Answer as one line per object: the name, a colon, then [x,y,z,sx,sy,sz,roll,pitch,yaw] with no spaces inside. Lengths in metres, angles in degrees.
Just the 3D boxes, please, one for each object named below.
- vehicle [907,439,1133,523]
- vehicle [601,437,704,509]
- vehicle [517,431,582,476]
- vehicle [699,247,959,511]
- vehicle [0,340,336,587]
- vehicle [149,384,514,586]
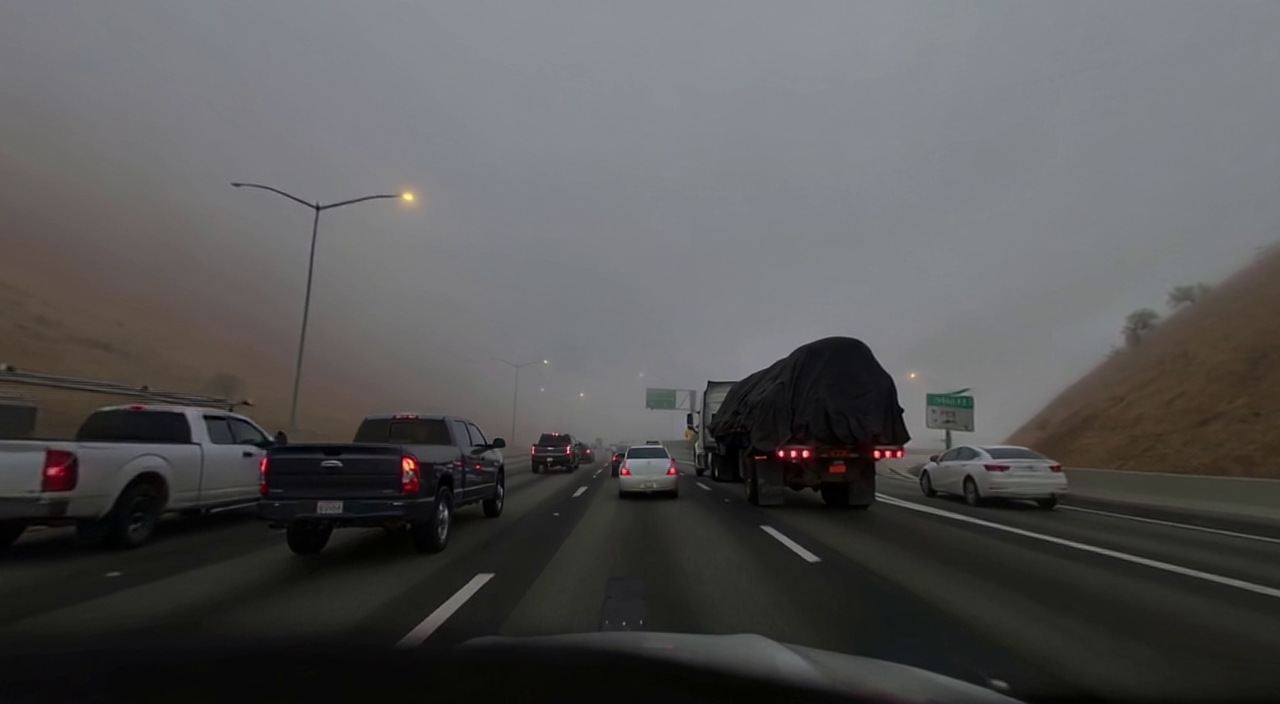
vehicle: [7.741,2.623,13.481,2.092,1.495,4.194,0,-8,-2]
vehicle: [0.199,2.771,14.970,2.105,1.471,3.978,0,-8,-2]
vehicle: [-3.952,4.532,28.469,2.348,1.821,5.061,0,-8,-2]
vehicle: [3.382,1.145,15.172,2.759,4.098,10.906,0,-8,0]
vehicle: [-7.560,1.436,8.626,3.150,2.303,7.133,0,-8,1]
vehicle: [-3.442,1.634,8.695,2.318,1.902,5.374,0,-8,0]
